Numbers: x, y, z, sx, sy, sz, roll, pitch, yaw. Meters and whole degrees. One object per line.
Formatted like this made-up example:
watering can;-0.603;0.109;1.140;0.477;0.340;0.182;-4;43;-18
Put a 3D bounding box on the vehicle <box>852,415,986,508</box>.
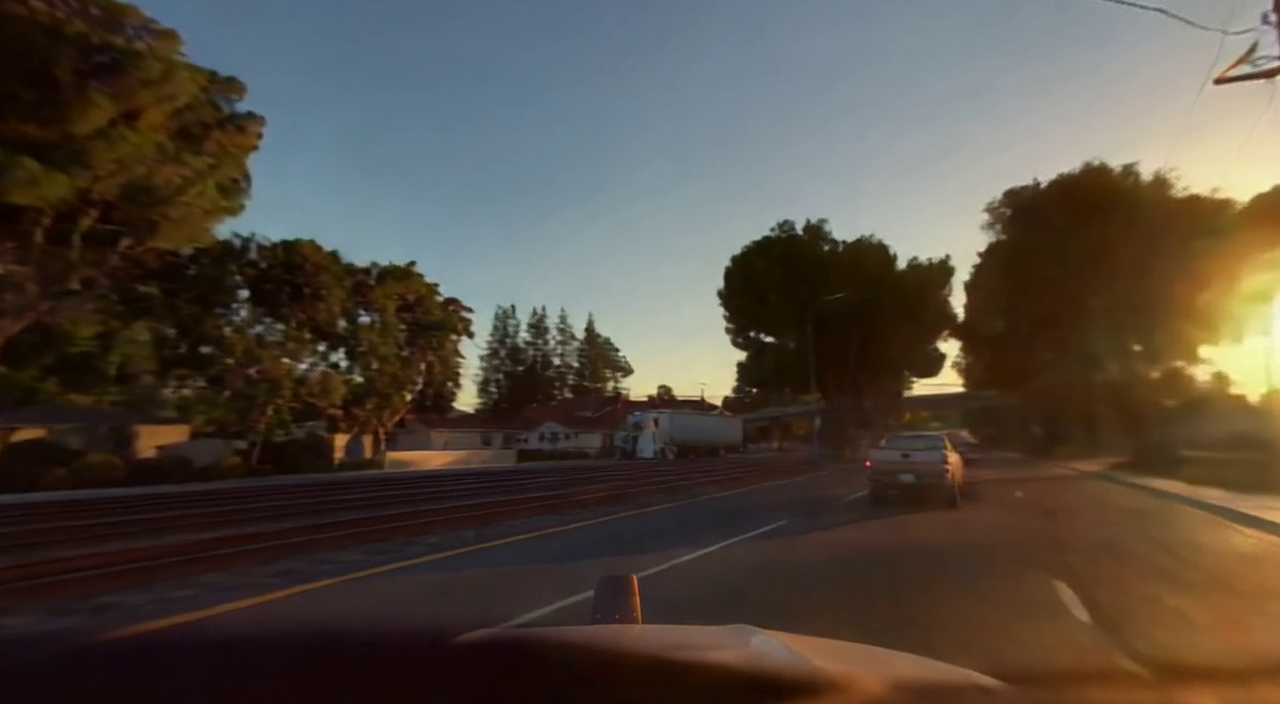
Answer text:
vehicle;7.254;2.667;16.052;2.404;1.926;5.251;-5;-9;30
